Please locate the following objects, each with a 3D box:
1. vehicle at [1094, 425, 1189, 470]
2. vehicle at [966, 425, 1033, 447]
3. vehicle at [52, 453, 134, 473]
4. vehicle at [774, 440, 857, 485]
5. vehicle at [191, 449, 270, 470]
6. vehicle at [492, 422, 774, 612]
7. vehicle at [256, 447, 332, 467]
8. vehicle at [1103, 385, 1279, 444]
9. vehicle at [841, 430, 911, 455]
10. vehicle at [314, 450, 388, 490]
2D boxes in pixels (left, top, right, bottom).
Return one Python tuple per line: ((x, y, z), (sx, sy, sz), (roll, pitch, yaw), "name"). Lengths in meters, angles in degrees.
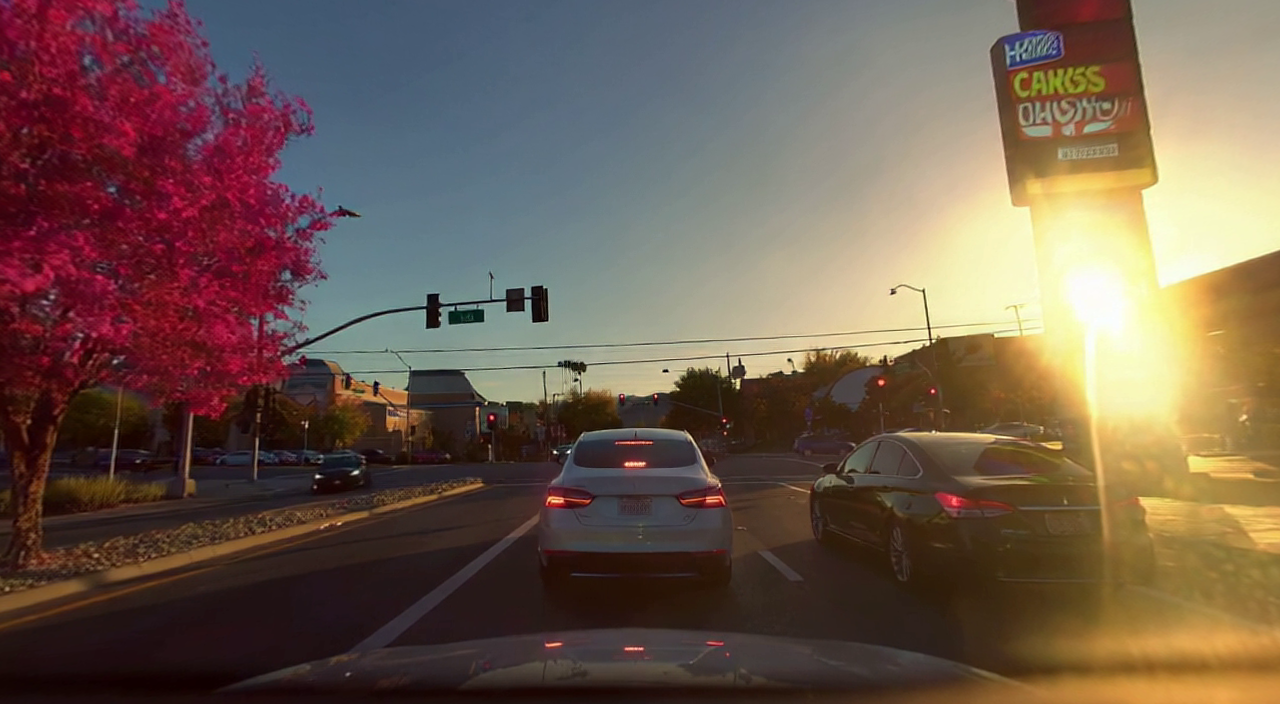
((18.579, 3.514, 23.275), (4.300, 1.495, 2.053), (8, -11, -43), "vehicle")
((27.312, 6.436, 47.984), (3.968, 1.572, 1.740), (0, -9, 4), "vehicle")
((-40.158, 8.125, 46.300), (4.511, 1.407, 1.764), (-1, -8, 4), "vehicle")
((6.537, 4.145, 24.022), (1.942, 1.511, 4.390), (0, -8, 0), "vehicle")
((-29.418, 7.744, 45.300), (4.466, 1.438, 1.837), (-1, -8, 5), "vehicle")
((-0.070, 1.604, 7.074), (2.213, 1.482, 4.057), (0, -8, 0), "vehicle")
((-26.734, 8.108, 48.789), (4.806, 1.472, 1.886), (-1, -8, 5), "vehicle")
((38.191, 4.356, 43.346), (10.890, 3.868, 3.021), (1, -8, -9), "vehicle")
((18.298, 7.032, 49.010), (4.656, 1.605, 1.942), (-3, -8, 4), "vehicle")
((-11.910, 4.839, 26.312), (1.944, 1.465, 4.609), (2, -9, -14), "vehicle")
